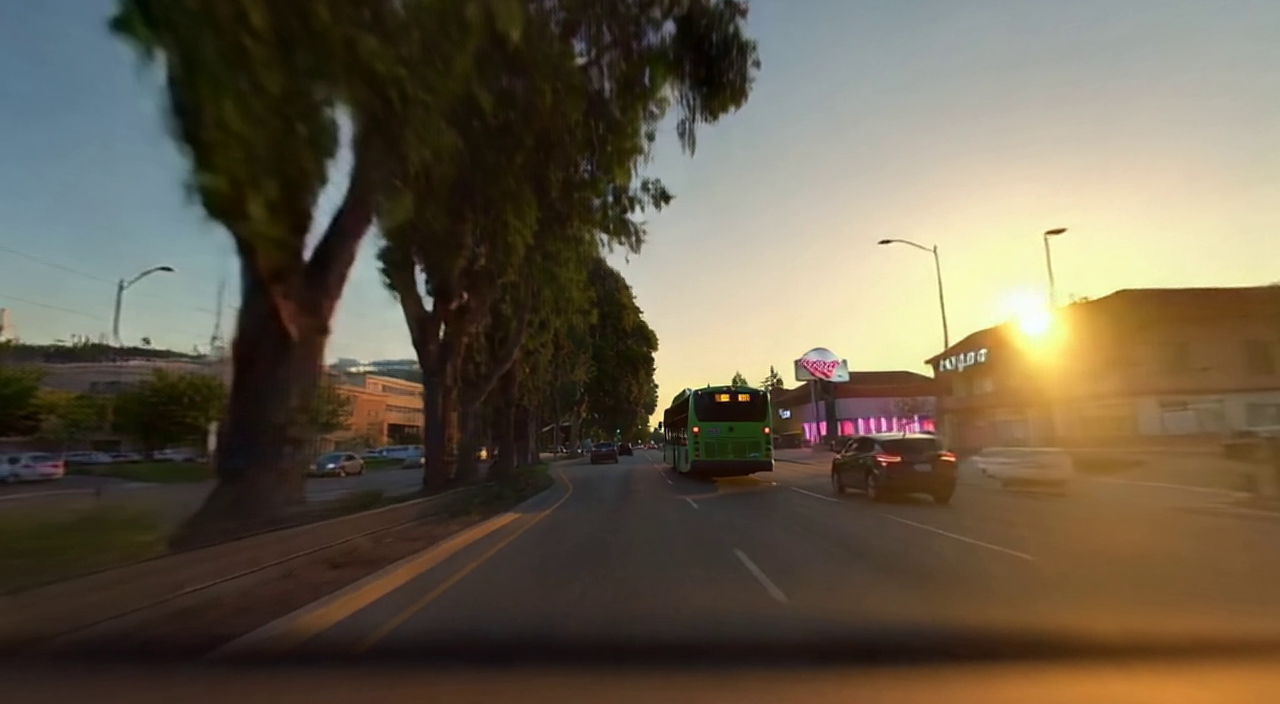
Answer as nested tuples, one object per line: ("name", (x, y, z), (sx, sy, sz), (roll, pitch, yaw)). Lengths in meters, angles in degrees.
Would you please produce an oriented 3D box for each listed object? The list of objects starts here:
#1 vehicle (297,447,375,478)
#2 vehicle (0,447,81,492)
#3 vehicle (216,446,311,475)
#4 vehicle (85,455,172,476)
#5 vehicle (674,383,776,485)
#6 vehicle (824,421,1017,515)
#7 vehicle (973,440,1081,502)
("vehicle", (-19.121, 6.943, 39.923), (2.277, 1.764, 5.283), (-2, -8, 1))
("vehicle", (-28.188, 5.152, 27.768), (2.181, 1.901, 5.196), (0, -8, 0))
("vehicle", (-25.140, 7.260, 42.168), (4.857, 1.846, 2.185), (0, -8, -2))
("vehicle", (-38.692, 8.583, 47.709), (4.646, 1.447, 2.215), (0, -9, 0))
("vehicle", (2.994, 3.320, 25.085), (2.766, 3.306, 9.281), (0, -8, 0))
("vehicle", (5.976, 2.528, 14.221), (2.129, 1.754, 4.668), (0, -8, -1))
("vehicle", (10.837, 3.193, 17.452), (2.042, 1.456, 4.800), (-6, -10, 36))
